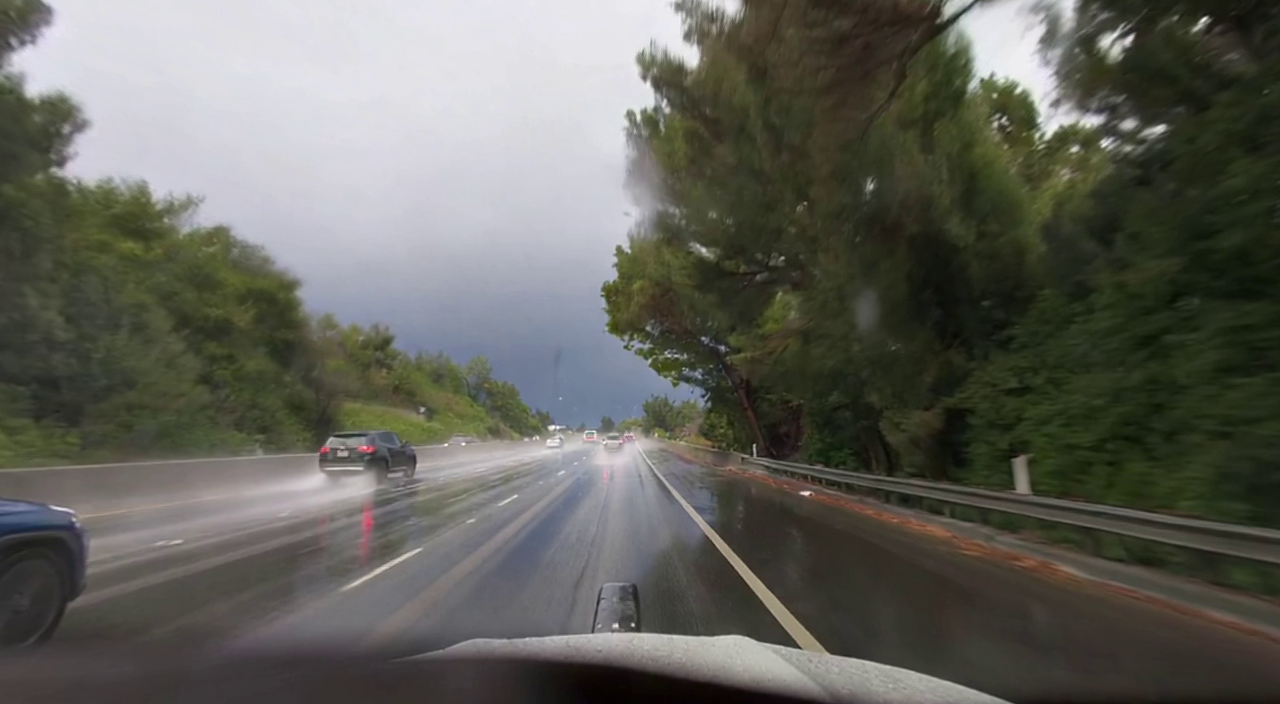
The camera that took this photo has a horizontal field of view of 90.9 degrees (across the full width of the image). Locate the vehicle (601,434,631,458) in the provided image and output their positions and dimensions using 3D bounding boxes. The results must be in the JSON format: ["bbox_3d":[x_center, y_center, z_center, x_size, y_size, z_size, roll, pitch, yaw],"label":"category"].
[{"bbox_3d":[-1.779,7.134,48.032,2.178,1.658,3.916,0,-7,-1],"label":"vehicle"}]

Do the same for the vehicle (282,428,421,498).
[{"bbox_3d":[-8.032,3.081,18.072,1.964,1.745,4.338,0,-7,0],"label":"vehicle"}]
